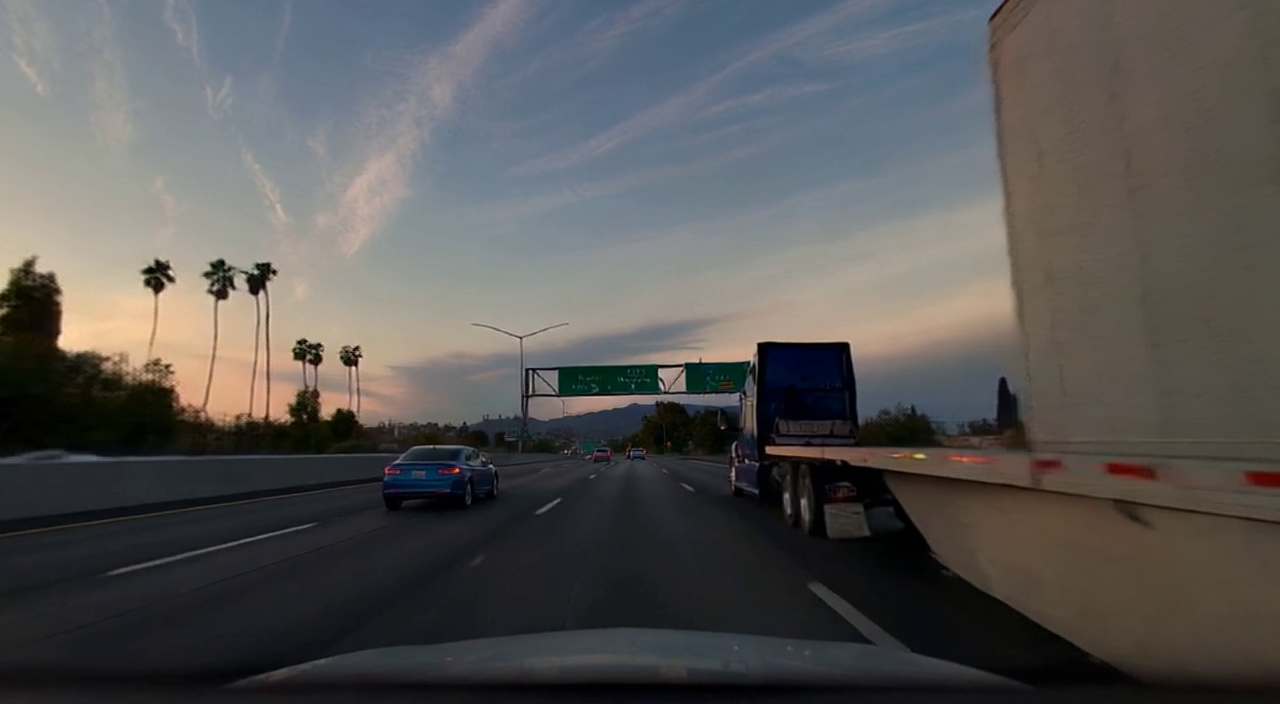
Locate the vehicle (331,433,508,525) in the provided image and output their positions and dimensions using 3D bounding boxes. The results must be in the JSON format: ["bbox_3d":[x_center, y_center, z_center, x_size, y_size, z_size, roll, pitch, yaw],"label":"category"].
[{"bbox_3d":[-4.187,2.470,12.820,2.120,1.537,4.139,0,-8,-1],"label":"vehicle"}]

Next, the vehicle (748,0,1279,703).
[{"bbox_3d":[3.587,-0.215,3.507,2.891,4.123,16.415,0,-8,-1],"label":"vehicle"}]
